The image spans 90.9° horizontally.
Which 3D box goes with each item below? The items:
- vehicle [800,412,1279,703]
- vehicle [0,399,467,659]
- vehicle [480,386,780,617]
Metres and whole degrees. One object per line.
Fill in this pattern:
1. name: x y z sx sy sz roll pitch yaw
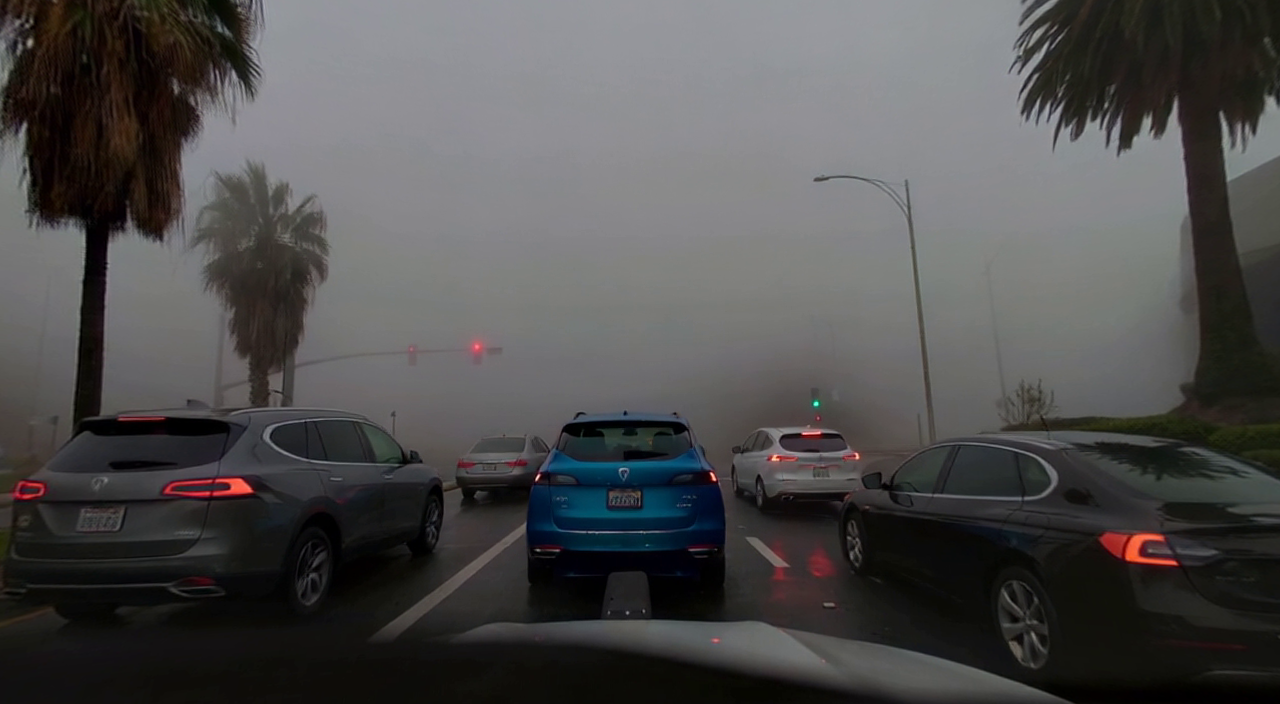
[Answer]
1. vehicle: 2.975 1.370 5.255 2.017 1.491 4.611 0 -8 -1
2. vehicle: -3.350 1.381 6.052 2.014 1.534 4.455 0 -8 1
3. vehicle: -0.135 1.461 7.068 2.280 1.747 4.361 0 -8 -2
